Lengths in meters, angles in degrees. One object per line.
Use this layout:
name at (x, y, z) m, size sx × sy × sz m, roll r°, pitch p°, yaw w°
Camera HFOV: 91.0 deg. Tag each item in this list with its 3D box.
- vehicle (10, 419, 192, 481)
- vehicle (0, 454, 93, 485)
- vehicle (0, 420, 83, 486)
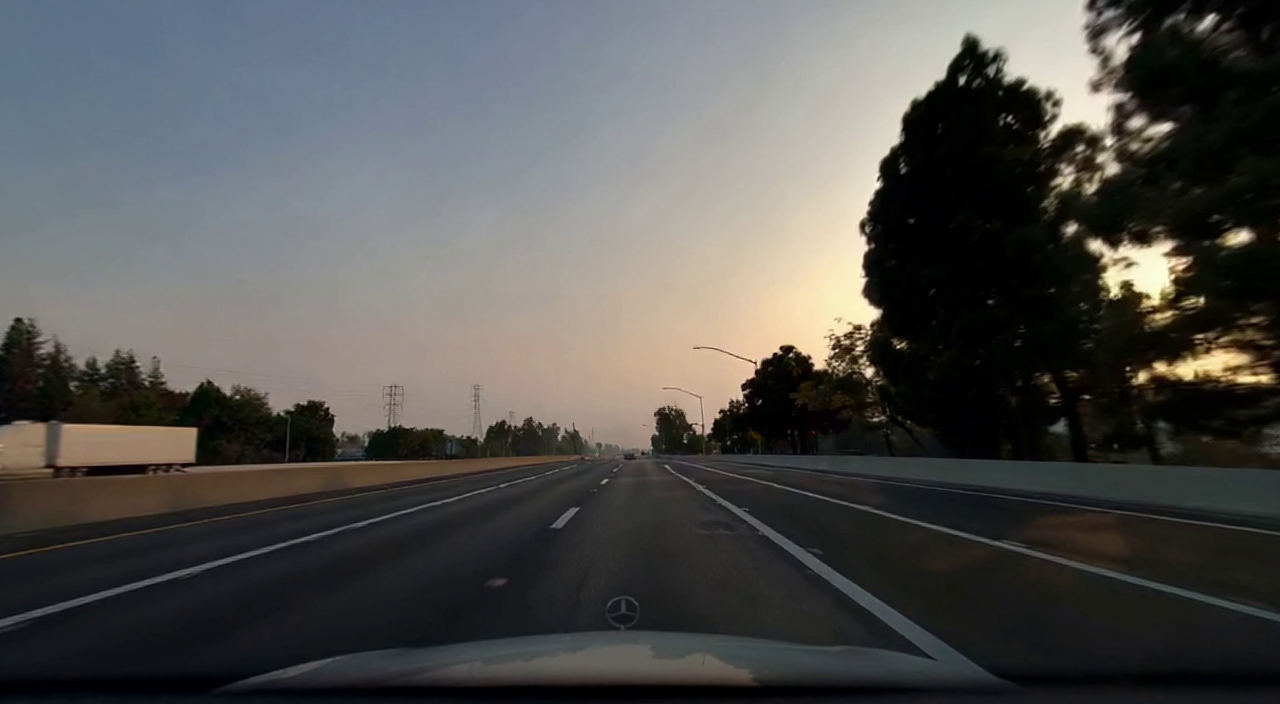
vehicle at (-39.483, 7.334, 47.179) m, size 2.918 × 4.003 × 12.072 m, roll 0°, pitch -9°, yaw 0°
vehicle at (-35.130, 6.869, 37.048) m, size 1.862 × 1.620 × 4.443 m, roll 0°, pitch -9°, yaw 1°
vehicle at (-39.493, 6.345, 39.784) m, size 2.934 × 3.871 × 5.987 m, roll 0°, pitch -9°, yaw -1°
